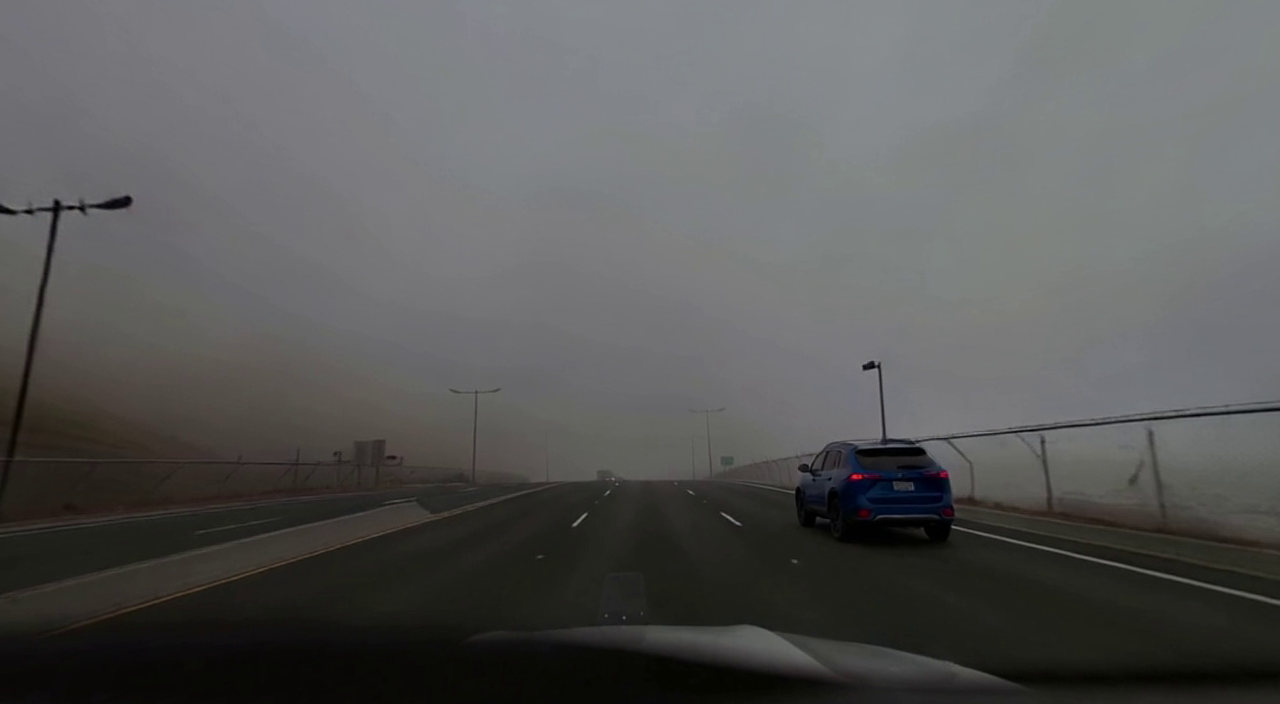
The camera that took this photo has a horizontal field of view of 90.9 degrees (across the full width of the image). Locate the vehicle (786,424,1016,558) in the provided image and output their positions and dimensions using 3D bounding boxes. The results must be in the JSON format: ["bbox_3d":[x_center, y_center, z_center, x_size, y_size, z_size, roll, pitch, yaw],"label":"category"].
[{"bbox_3d":[3.935,2.161,10.494,1.989,1.730,4.324,0,-9,1],"label":"vehicle"}]
